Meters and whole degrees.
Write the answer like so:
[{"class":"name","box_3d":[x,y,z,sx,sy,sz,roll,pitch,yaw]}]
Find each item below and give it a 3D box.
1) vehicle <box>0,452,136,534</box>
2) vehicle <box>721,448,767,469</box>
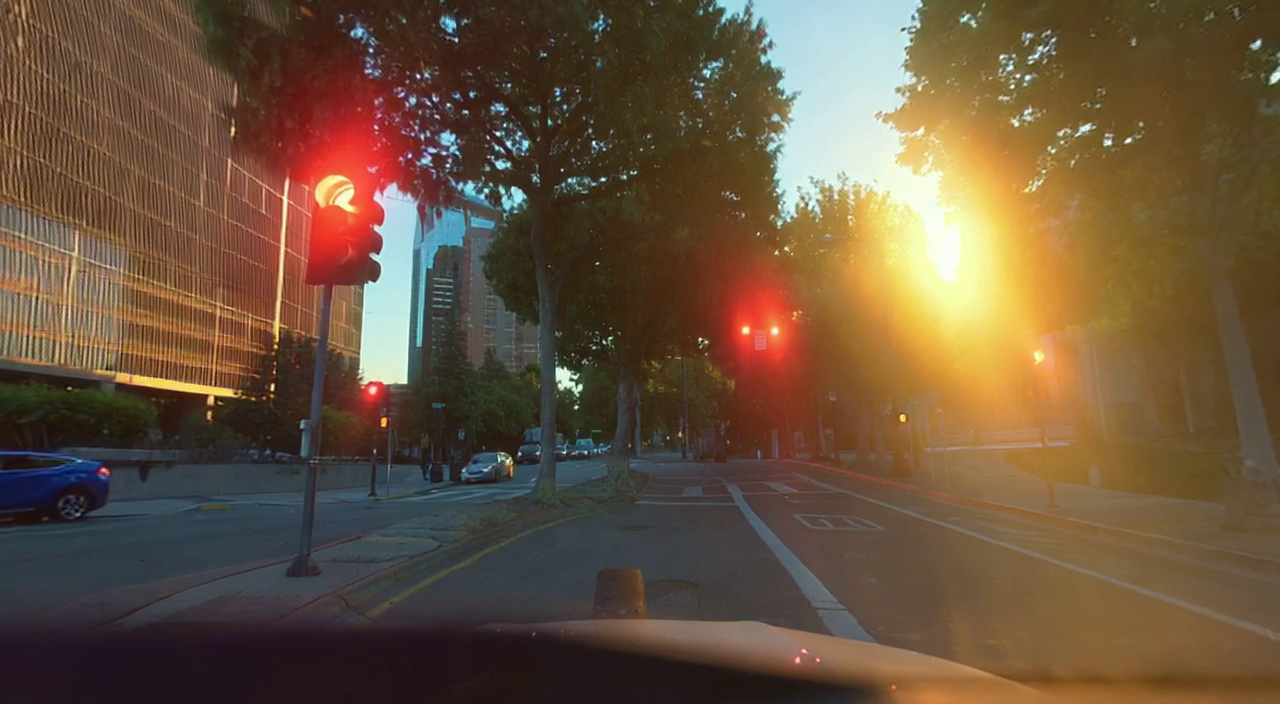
[{"class":"vehicle","box_3d":[-12.882,2.719,12.306,4.598,1.490,1.816,7,-11,-40]},{"class":"vehicle","box_3d":[7.872,8.119,48.414,1.829,1.440,4.384,2,-9,-14]}]
